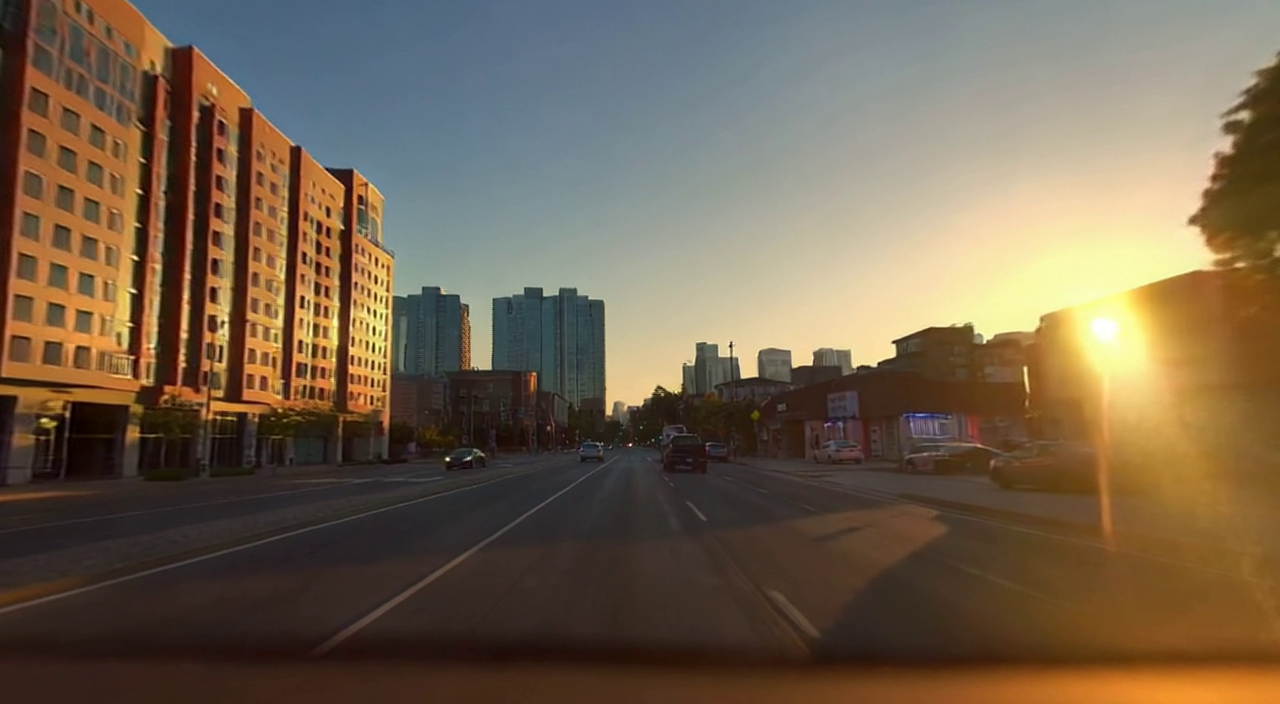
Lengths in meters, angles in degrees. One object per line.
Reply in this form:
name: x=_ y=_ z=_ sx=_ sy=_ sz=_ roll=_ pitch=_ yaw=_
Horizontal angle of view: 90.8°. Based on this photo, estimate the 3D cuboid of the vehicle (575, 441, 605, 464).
vehicle: x=-3.685 y=7.517 z=47.323 sx=2.046 sy=1.617 sz=4.601 roll=0 pitch=-9 yaw=-1

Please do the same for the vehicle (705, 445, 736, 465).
vehicle: x=6.268 y=8.068 z=49.594 sx=1.795 sy=1.459 sz=4.333 roll=0 pitch=-9 yaw=-2

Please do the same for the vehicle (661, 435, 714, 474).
vehicle: x=2.259 y=5.097 z=31.681 sx=2.130 sy=1.787 sz=5.126 roll=0 pitch=-9 yaw=-2

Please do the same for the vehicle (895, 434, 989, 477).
vehicle: x=14.163 y=4.896 z=30.006 sx=2.019 sy=1.819 sz=4.909 roll=0 pitch=-9 yaw=1

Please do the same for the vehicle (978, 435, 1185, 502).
vehicle: x=11.967 y=3.155 z=17.659 sx=1.954 sy=1.483 sz=4.742 roll=-2 pitch=-8 yaw=-7

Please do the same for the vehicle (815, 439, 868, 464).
vehicle: x=14.356 y=7.104 z=45.321 sx=1.975 sy=1.648 sz=4.451 roll=1 pitch=-8 yaw=-5
